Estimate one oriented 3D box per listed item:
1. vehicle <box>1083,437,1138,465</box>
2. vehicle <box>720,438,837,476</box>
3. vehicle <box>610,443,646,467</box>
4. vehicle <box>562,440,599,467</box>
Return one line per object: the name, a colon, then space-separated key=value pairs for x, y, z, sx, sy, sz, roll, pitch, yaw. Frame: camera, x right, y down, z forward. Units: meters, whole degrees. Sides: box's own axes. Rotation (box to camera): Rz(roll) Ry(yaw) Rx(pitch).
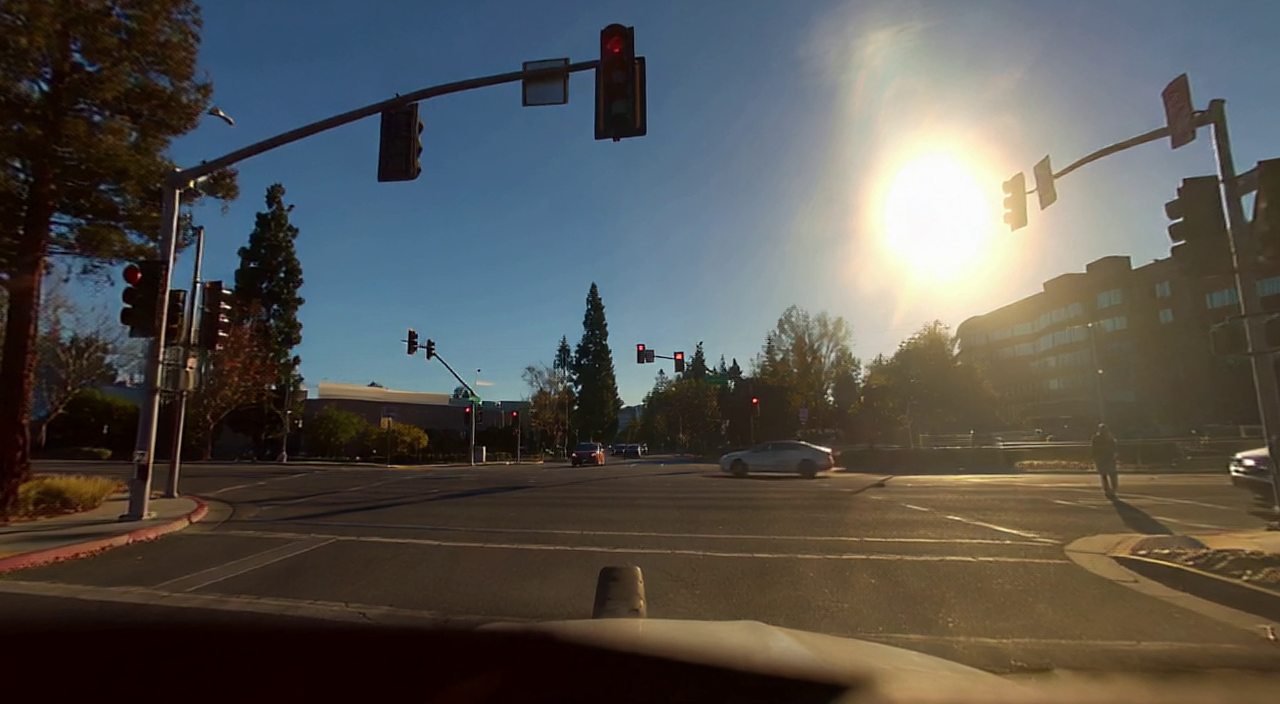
vehicle: x=26.972 y=5.652 z=36.141 sx=2.092 sy=1.474 sz=4.046 roll=-8 pitch=-11 yaw=40
vehicle: x=5.766 y=4.380 z=26.375 sx=4.588 sy=1.484 sz=2.000 roll=-3 pitch=-9 yaw=14
vehicle: x=-0.862 y=6.856 z=42.143 sx=2.056 sy=1.492 sz=3.937 roll=1 pitch=-9 yaw=-6
vehicle: x=-4.113 y=7.103 z=44.251 sx=2.251 sy=1.756 sz=4.610 roll=0 pitch=-9 yaw=-2
